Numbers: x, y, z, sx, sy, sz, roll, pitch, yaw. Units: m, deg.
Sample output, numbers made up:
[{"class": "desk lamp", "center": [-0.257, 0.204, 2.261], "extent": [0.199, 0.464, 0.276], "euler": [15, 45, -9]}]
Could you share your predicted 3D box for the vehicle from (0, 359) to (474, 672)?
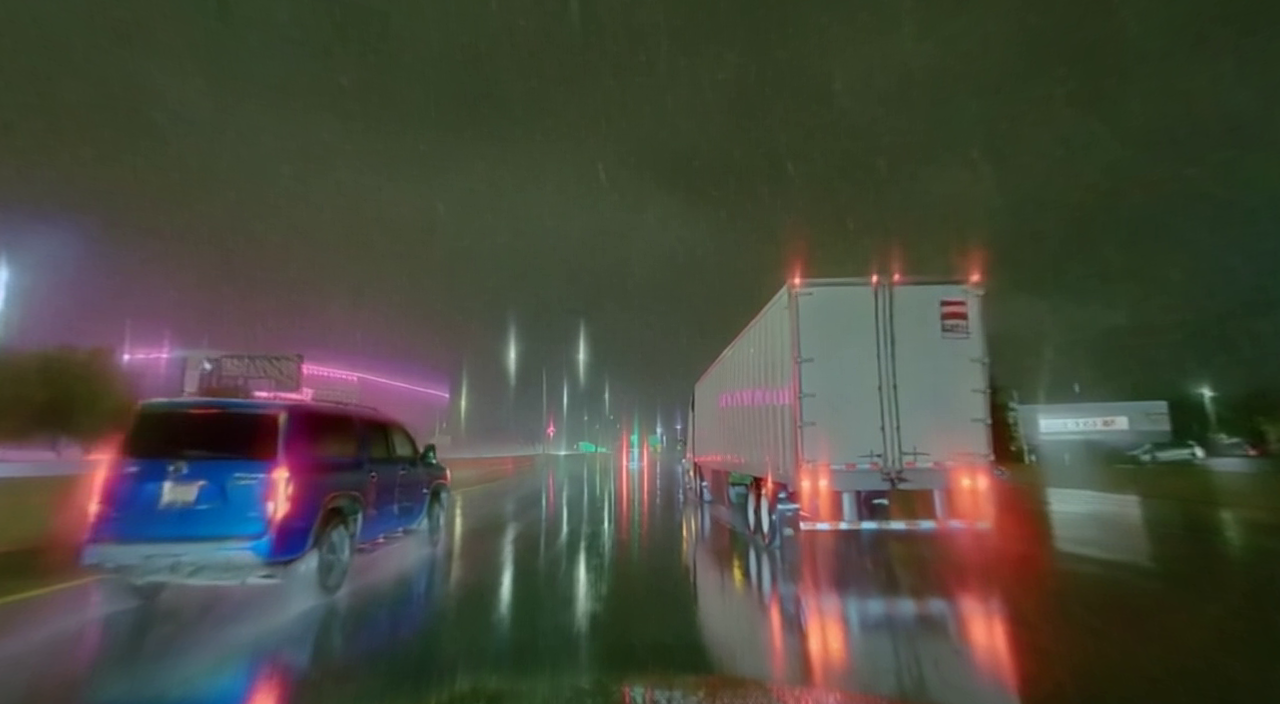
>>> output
[{"class": "vehicle", "center": [-3.356, 1.287, 6.070], "extent": [2.229, 1.806, 4.698], "euler": [0, -9, 0]}]

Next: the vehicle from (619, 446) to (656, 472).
[{"class": "vehicle", "center": [-0.151, 6.010, 35.761], "extent": [1.929, 1.395, 3.999], "euler": [0, -8, 0]}]

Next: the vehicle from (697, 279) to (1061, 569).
[{"class": "vehicle", "center": [3.175, 1.585, 12.717], "extent": [2.934, 3.325, 10.986], "euler": [0, -9, -1]}]
